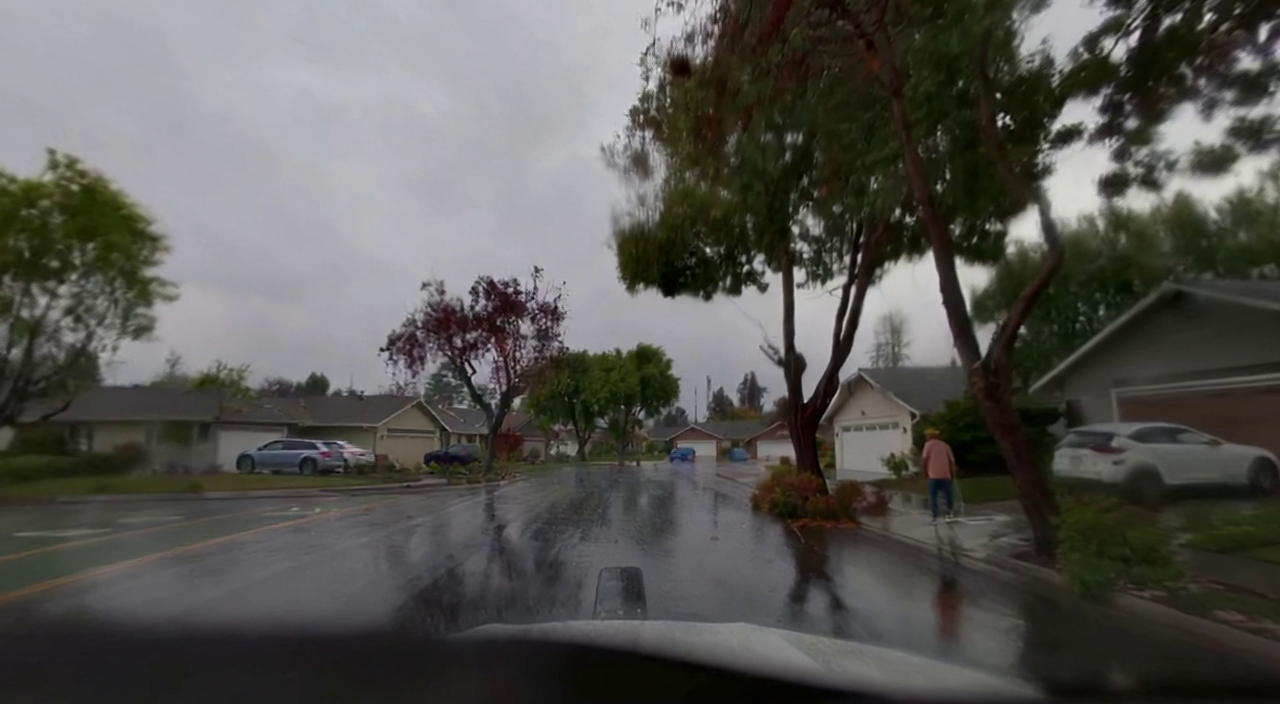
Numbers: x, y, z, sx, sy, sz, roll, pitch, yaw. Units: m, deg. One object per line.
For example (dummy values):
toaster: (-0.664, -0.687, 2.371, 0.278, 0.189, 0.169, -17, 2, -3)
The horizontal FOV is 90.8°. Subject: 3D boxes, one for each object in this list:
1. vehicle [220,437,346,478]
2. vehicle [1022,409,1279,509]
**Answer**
vehicle: (-16.718, 4.961, 29.808, 4.581, 1.811, 2.145, 0, -9, -2)
vehicle: (11.552, 2.337, 13.975, 4.792, 2.029, 2.005, 0, -9, 1)
